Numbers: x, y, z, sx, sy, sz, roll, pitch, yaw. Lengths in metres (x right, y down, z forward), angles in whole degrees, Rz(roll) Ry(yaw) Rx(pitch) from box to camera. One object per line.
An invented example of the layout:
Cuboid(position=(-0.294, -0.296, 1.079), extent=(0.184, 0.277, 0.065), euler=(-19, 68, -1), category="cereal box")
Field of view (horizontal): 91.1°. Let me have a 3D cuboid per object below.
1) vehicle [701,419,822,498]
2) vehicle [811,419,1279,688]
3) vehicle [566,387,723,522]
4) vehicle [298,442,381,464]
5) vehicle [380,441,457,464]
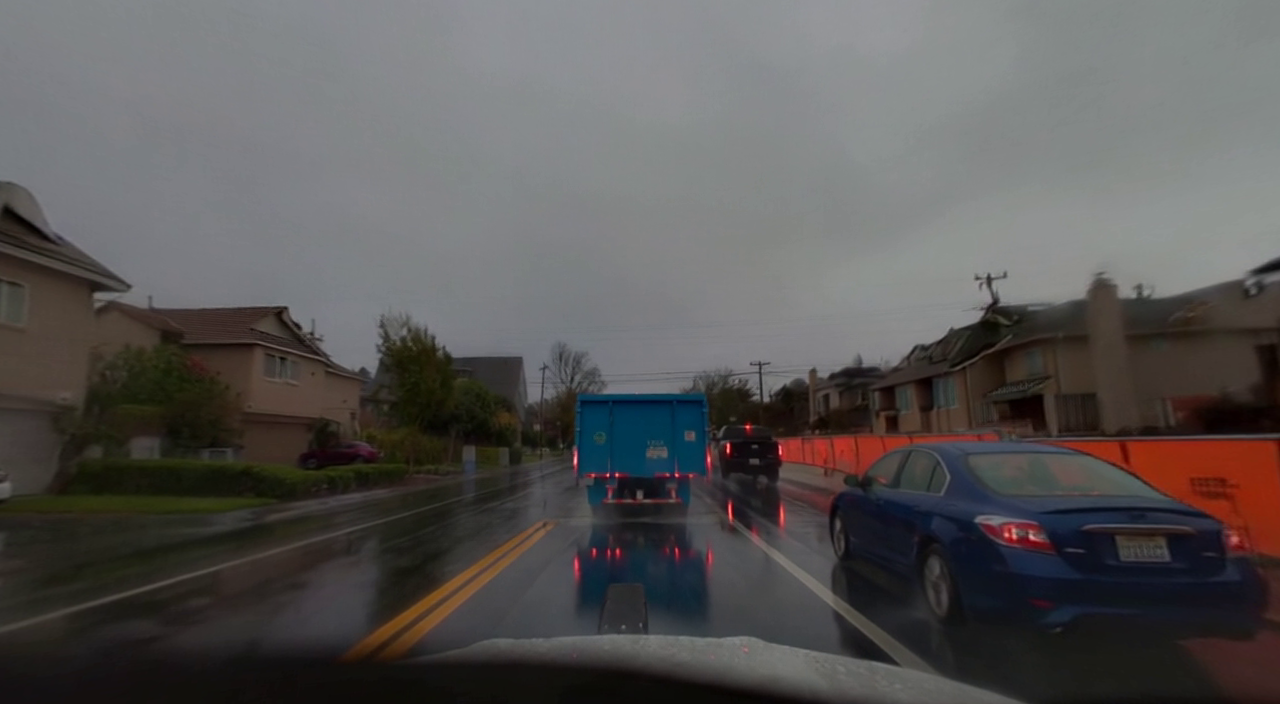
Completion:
Cuboid(position=(3.355, 3.127, 18.802), extent=(2.486, 1.993, 5.667), euler=(0, -8, 0), category="vehicle")
Cuboid(position=(3.221, 1.469, 5.846), extent=(2.010, 1.499, 4.481), euler=(0, -8, 0), category="vehicle")
Cuboid(position=(0.134, 2.270, 14.262), extent=(2.751, 2.361, 6.347), euler=(0, -9, 1), category="vehicle")
Cuboid(position=(-20.219, 6.790, 42.314), extent=(4.706, 1.468, 1.817), euler=(-1, -8, 3), category="vehicle")
Cuboid(position=(-14.953, 6.829, 42.609), extent=(4.490, 1.500, 1.875), euler=(0, -8, -1), category="vehicle")
